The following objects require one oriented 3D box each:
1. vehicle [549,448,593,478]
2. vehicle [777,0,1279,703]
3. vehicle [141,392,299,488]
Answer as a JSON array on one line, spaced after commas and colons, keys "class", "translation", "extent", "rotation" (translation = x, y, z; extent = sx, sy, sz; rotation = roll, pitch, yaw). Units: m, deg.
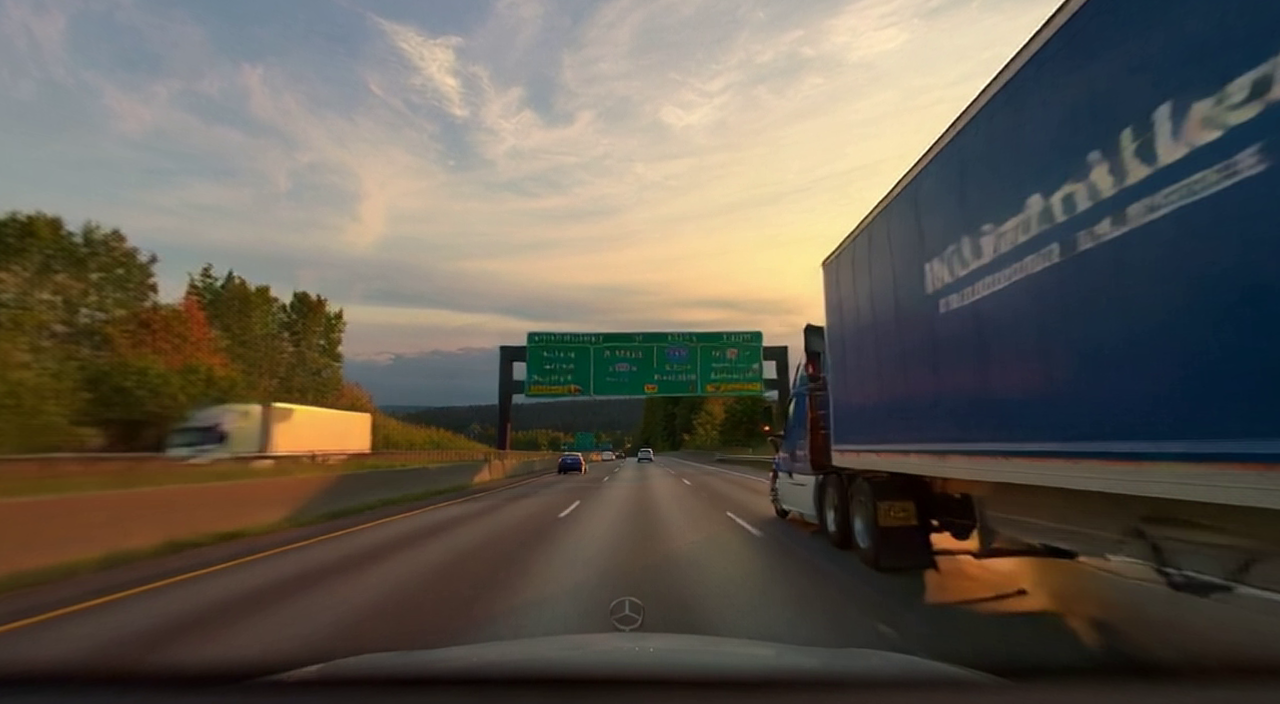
[{"class": "vehicle", "translation": [-3.648, 5.915, 33.894], "extent": [1.918, 1.510, 4.006], "rotation": [0, -9, 0]}, {"class": "vehicle", "translation": [4.229, 0.054, 4.808], "extent": [3.025, 4.005, 14.010], "rotation": [0, -9, -1]}, {"class": "vehicle", "translation": [-18.835, 4.049, 28.847], "extent": [2.970, 3.896, 5.863], "rotation": [0, -9, 0]}]
